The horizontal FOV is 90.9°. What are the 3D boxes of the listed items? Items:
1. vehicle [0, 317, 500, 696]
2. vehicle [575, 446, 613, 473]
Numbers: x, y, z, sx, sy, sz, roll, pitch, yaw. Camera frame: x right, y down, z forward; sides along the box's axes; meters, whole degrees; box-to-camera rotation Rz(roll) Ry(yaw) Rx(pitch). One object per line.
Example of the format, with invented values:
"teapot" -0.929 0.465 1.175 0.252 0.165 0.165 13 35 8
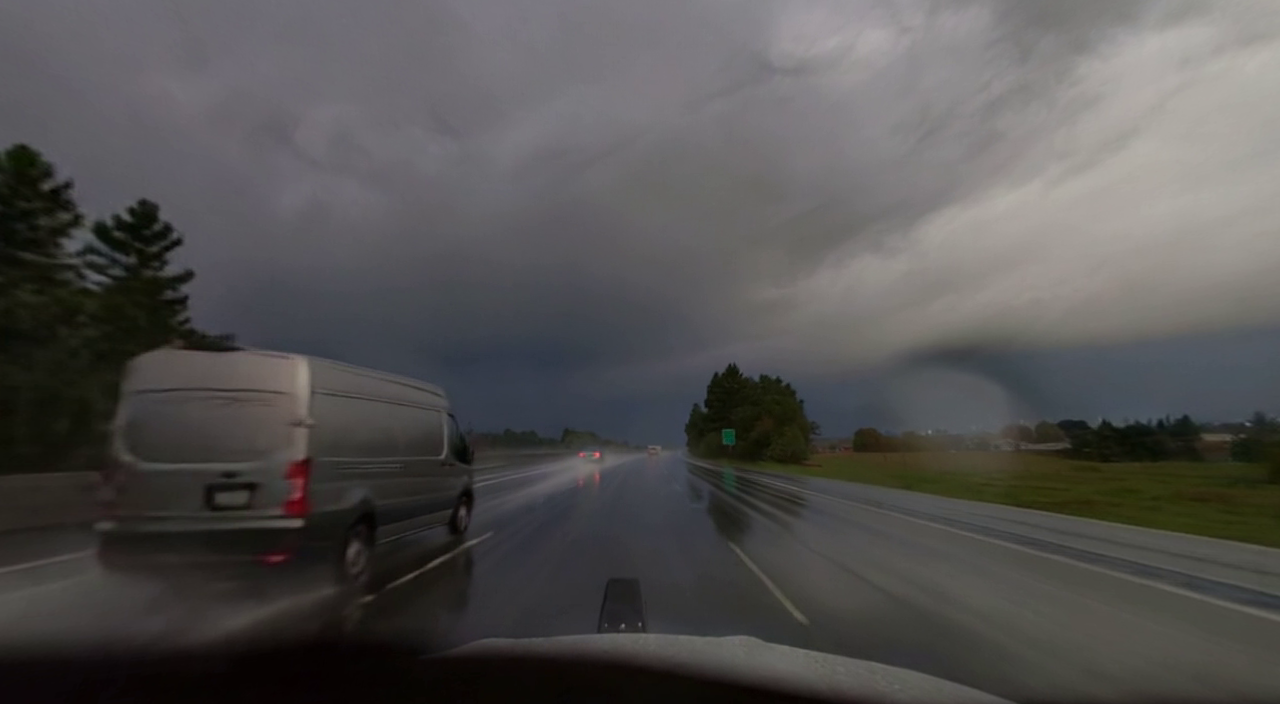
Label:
"vehicle" -3.077 1.197 5.932 2.219 2.033 4.911 -1 -9 2
"vehicle" -2.812 6.694 39.359 1.959 1.571 4.313 -1 -9 1
